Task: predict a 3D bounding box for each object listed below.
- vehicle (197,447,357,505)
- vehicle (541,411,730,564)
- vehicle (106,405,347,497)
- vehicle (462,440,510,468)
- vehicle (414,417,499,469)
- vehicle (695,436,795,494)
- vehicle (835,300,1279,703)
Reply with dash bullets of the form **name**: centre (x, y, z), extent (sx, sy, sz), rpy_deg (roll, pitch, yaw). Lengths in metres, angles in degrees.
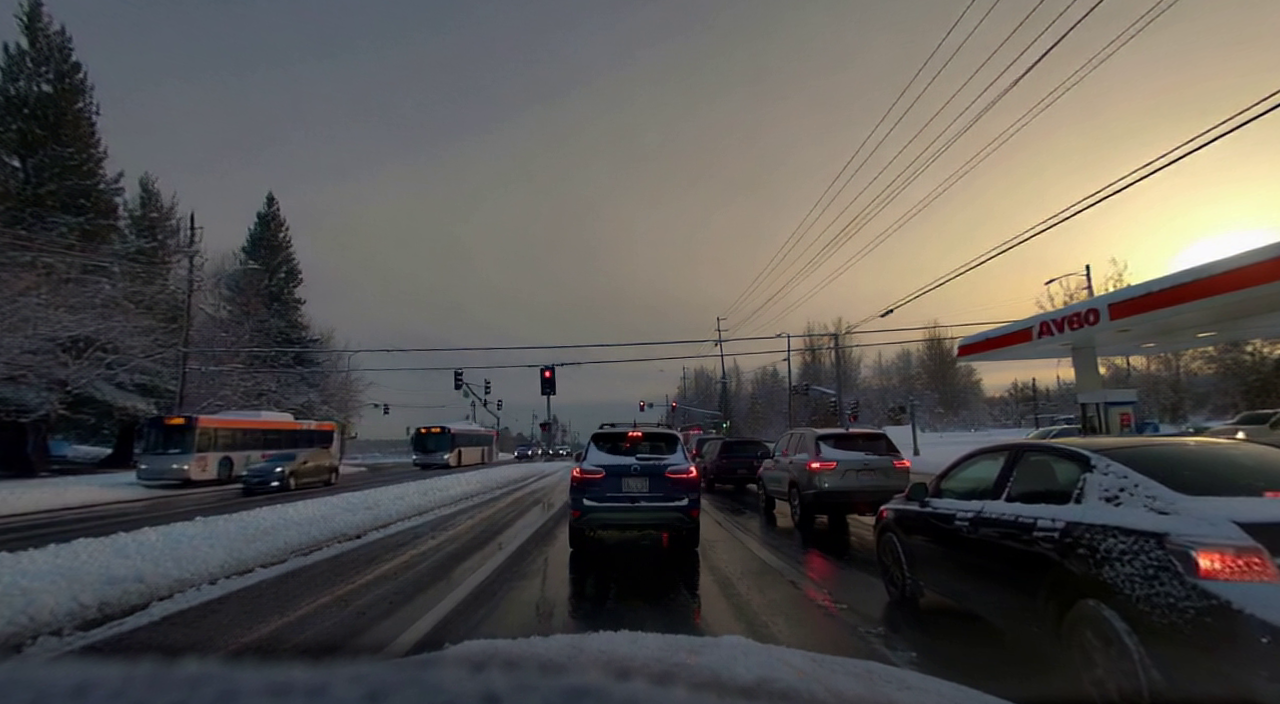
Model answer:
- **vehicle**: centre (-10.413, 3.555, 18.648), extent (1.976, 1.483, 4.630), rpy_deg (0, -9, 0)
- **vehicle**: centre (-0.106, 1.801, 9.109), extent (2.087, 1.677, 4.053), rpy_deg (0, -9, -2)
- **vehicle**: centre (-18.764, 4.732, 30.552), extent (3.010, 3.475, 12.655), rpy_deg (0, -9, 1)
- **vehicle**: centre (-10.600, 7.053, 43.797), extent (2.163, 1.812, 4.686), rpy_deg (0, -9, -1)
- **vehicle**: centre (-13.915, 7.169, 49.381), extent (3.031, 3.513, 12.586), rpy_deg (0, -9, -1)
- **vehicle**: centre (2.895, 3.237, 18.512), extent (2.040, 1.481, 4.407), rpy_deg (0, -9, -2)
- **vehicle**: centre (3.085, 1.015, 4.359), extent (2.049, 1.813, 4.245), rpy_deg (0, -9, -1)
